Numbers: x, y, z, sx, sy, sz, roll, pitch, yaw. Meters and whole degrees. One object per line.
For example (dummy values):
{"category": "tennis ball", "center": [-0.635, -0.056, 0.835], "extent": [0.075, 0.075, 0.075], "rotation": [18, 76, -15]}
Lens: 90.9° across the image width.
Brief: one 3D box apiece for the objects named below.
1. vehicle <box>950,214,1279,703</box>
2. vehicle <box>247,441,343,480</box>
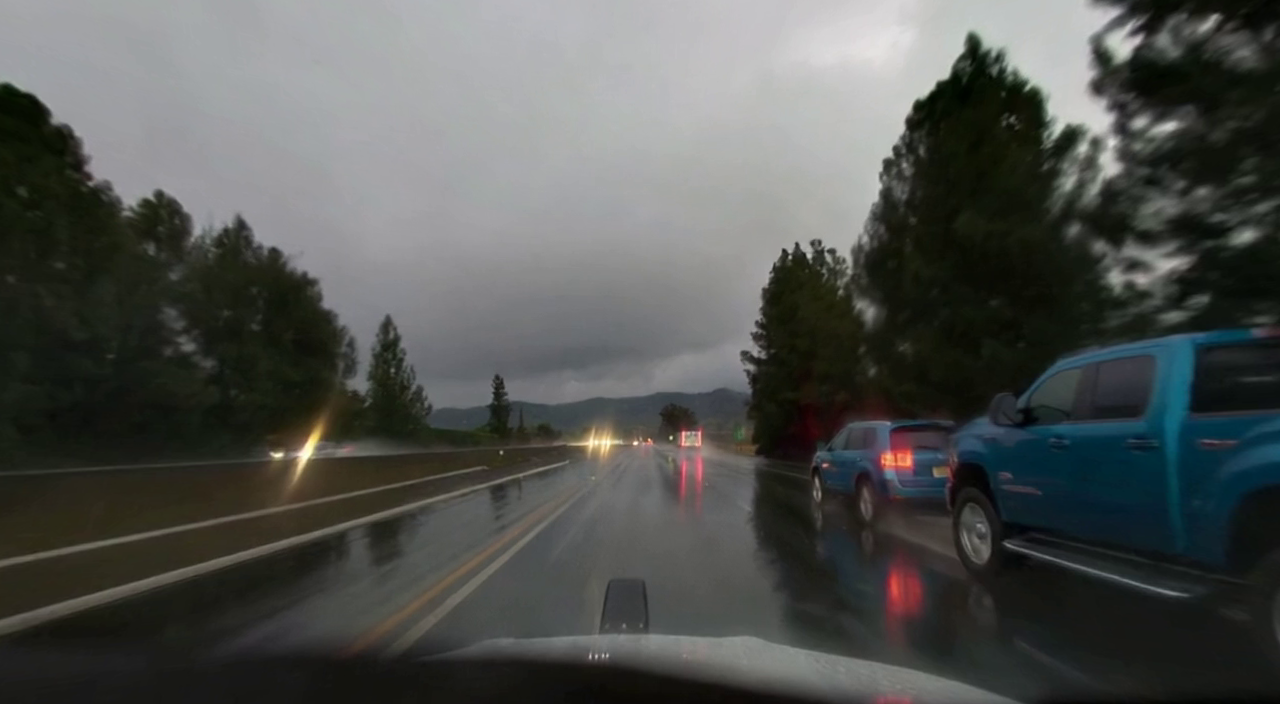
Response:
{"category": "vehicle", "center": [4.067, 0.714, 4.086], "extent": [2.150, 2.344, 3.759], "rotation": [0, -8, 1]}
{"category": "vehicle", "center": [-17.651, 5.547, 32.577], "extent": [2.137, 1.858, 5.012], "rotation": [0, -8, -1]}
